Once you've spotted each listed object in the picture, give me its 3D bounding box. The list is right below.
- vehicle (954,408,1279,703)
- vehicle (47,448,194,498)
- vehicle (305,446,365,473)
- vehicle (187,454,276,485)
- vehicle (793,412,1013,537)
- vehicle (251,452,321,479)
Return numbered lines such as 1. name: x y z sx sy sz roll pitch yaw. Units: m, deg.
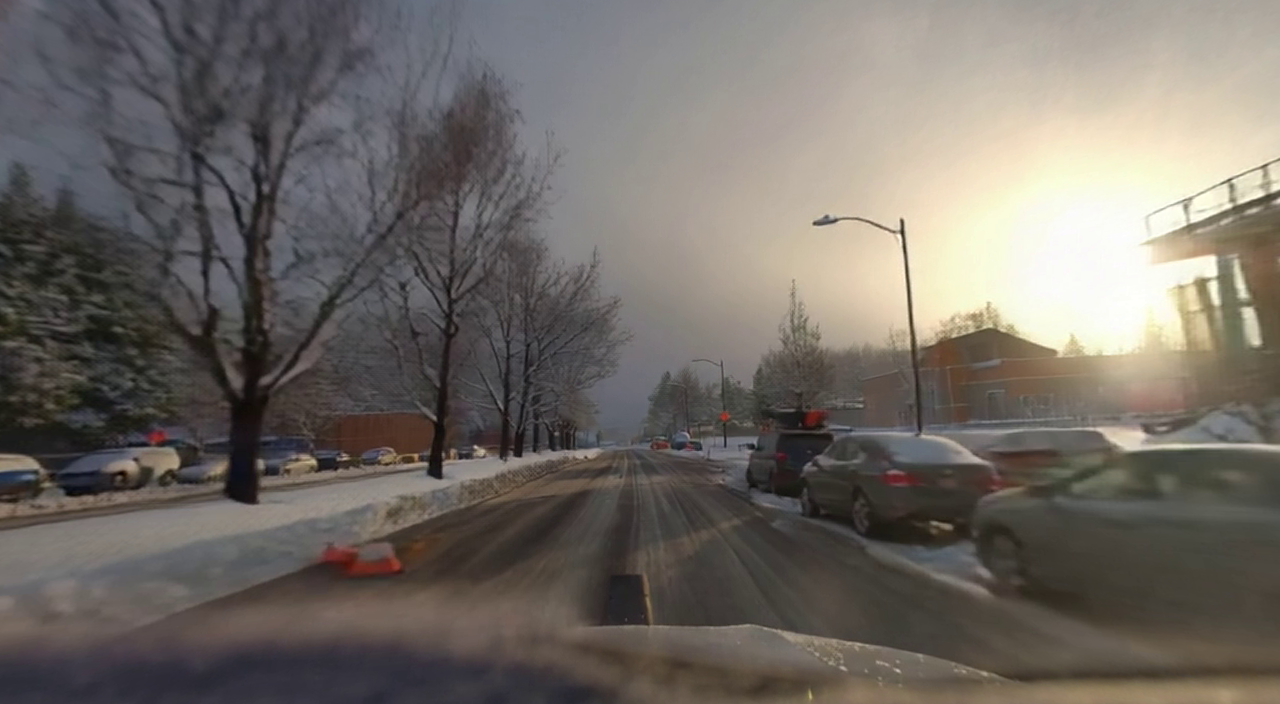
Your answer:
1. vehicle: 3.995 1.081 3.580 2.003 1.442 4.606 0 -8 -1
2. vehicle: -21.465 4.964 26.385 2.027 1.855 4.908 0 -8 -1
3. vehicle: -21.625 7.608 44.987 1.941 1.743 5.264 0 -8 -4
4. vehicle: -21.494 6.153 33.363 1.834 1.441 4.416 0 -8 -2
5. vehicle: 4.163 2.002 10.912 1.916 1.701 4.358 0 -8 0
6. vehicle: -21.539 6.881 38.538 1.746 1.447 4.448 0 -8 0
